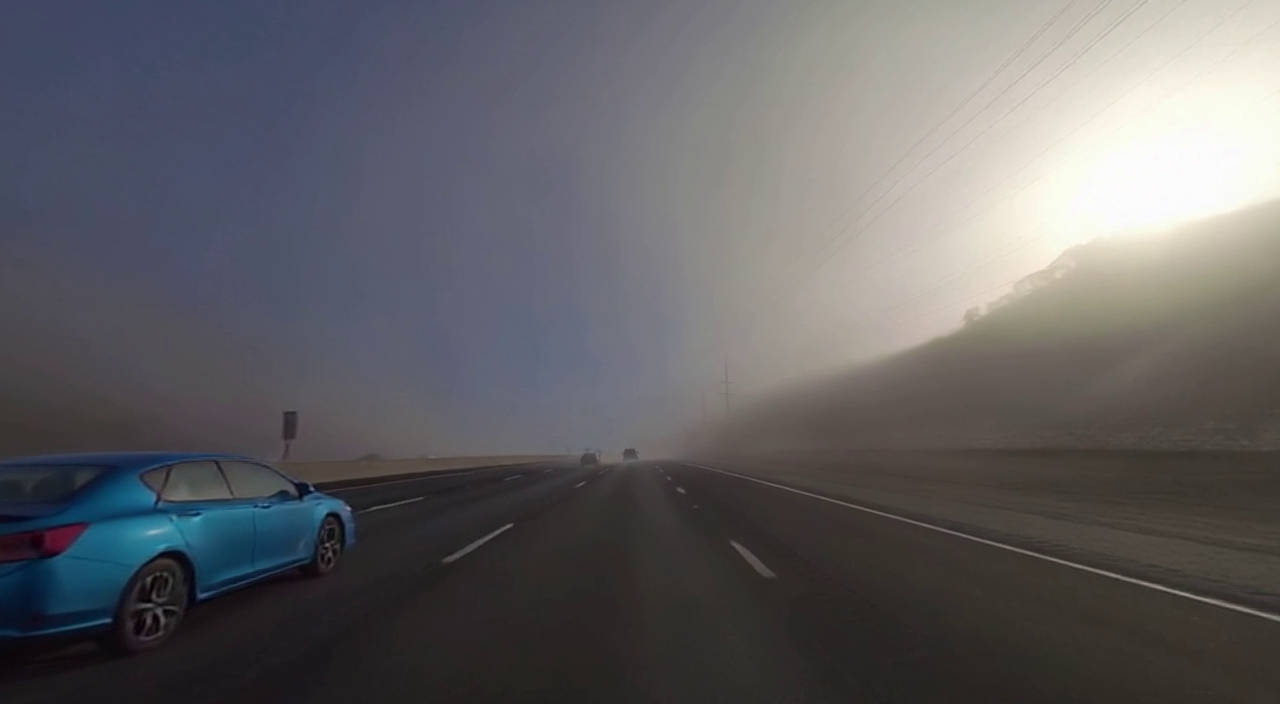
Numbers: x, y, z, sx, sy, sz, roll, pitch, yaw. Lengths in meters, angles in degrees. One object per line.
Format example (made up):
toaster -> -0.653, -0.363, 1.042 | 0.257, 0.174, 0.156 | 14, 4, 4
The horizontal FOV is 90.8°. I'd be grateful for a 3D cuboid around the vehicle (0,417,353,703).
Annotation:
vehicle -> -4.153, 1.258, 4.297 | 2.064, 1.489, 4.966 | 0, -9, 0
